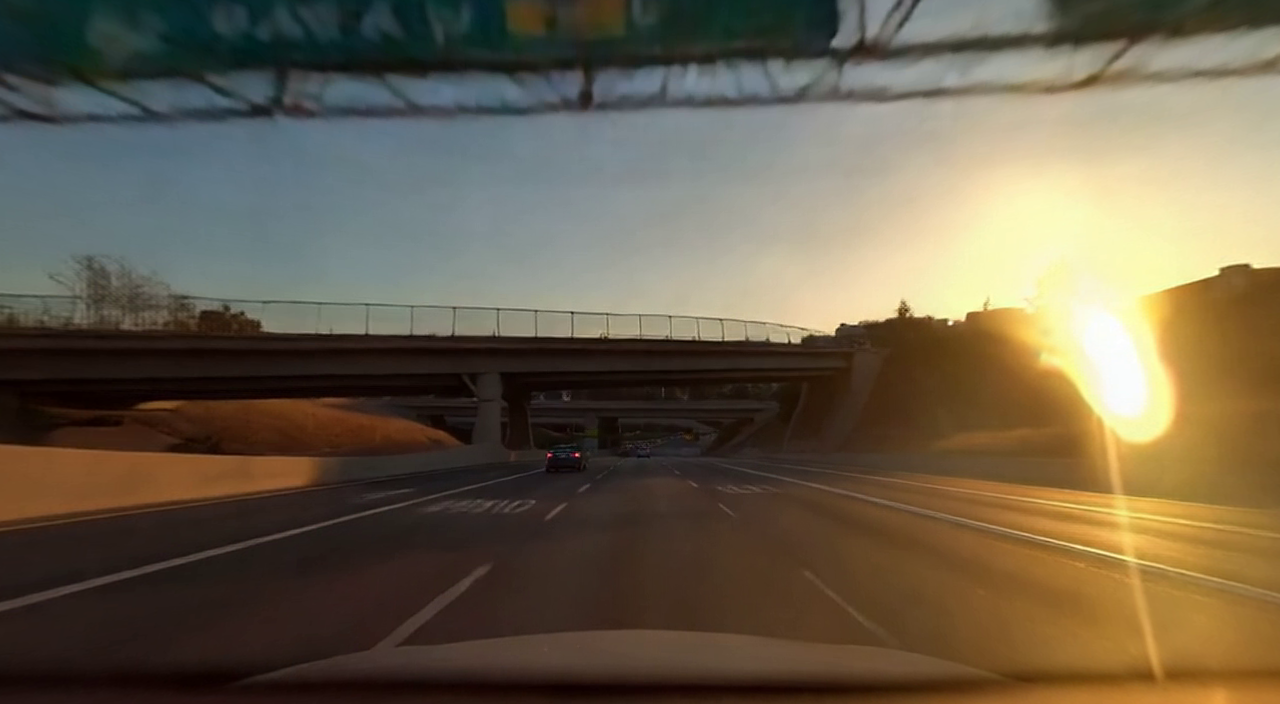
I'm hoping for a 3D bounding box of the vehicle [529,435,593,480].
[{"bbox_3d":[-3.237,4.414,26.690,2.072,1.706,4.359,0,-8,1],"label":"vehicle"}]
